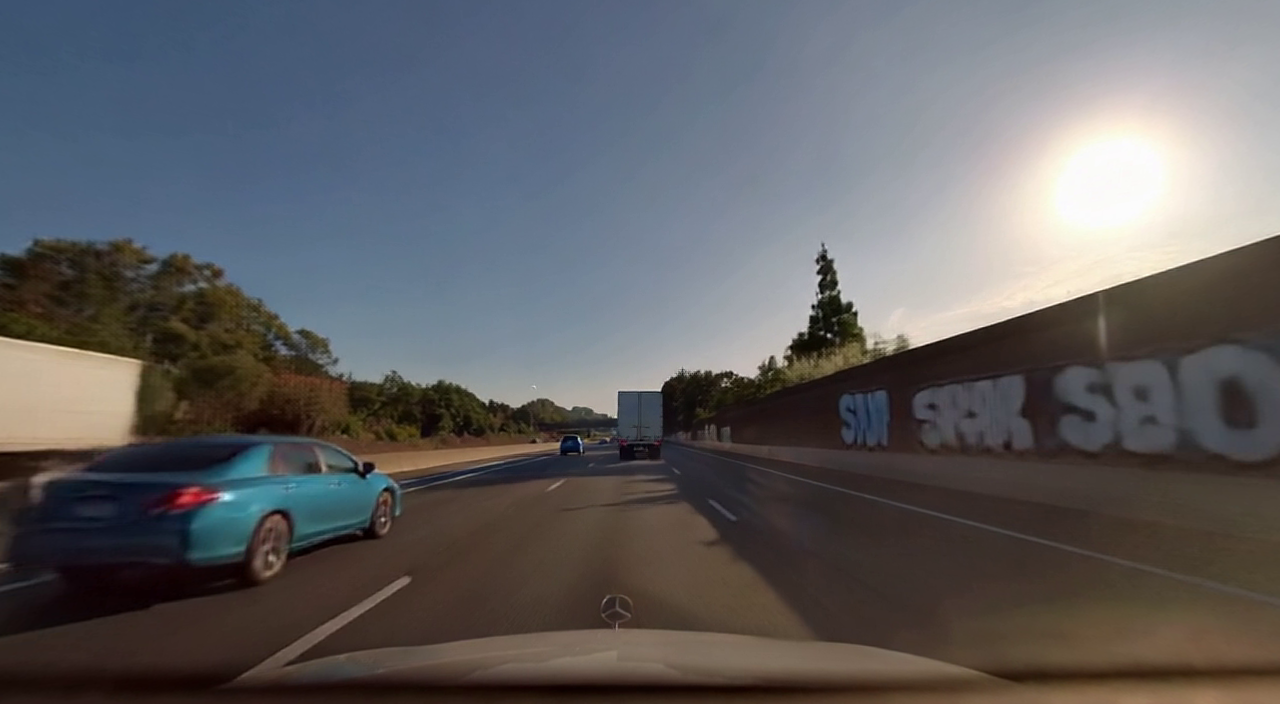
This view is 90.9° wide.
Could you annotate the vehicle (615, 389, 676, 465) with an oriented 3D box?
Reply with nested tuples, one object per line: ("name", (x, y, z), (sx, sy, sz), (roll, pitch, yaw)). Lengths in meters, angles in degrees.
("vehicle", (0.133, 4.263, 35.314), (2.927, 3.649, 9.443), (0, -8, -2))

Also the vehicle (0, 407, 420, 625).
("vehicle", (-4.129, 1.465, 6.764), (1.948, 1.526, 4.525), (0, -8, -1))

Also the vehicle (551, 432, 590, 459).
("vehicle", (-4.373, 5.954, 40.258), (2.058, 1.645, 4.130), (0, -8, 0))
